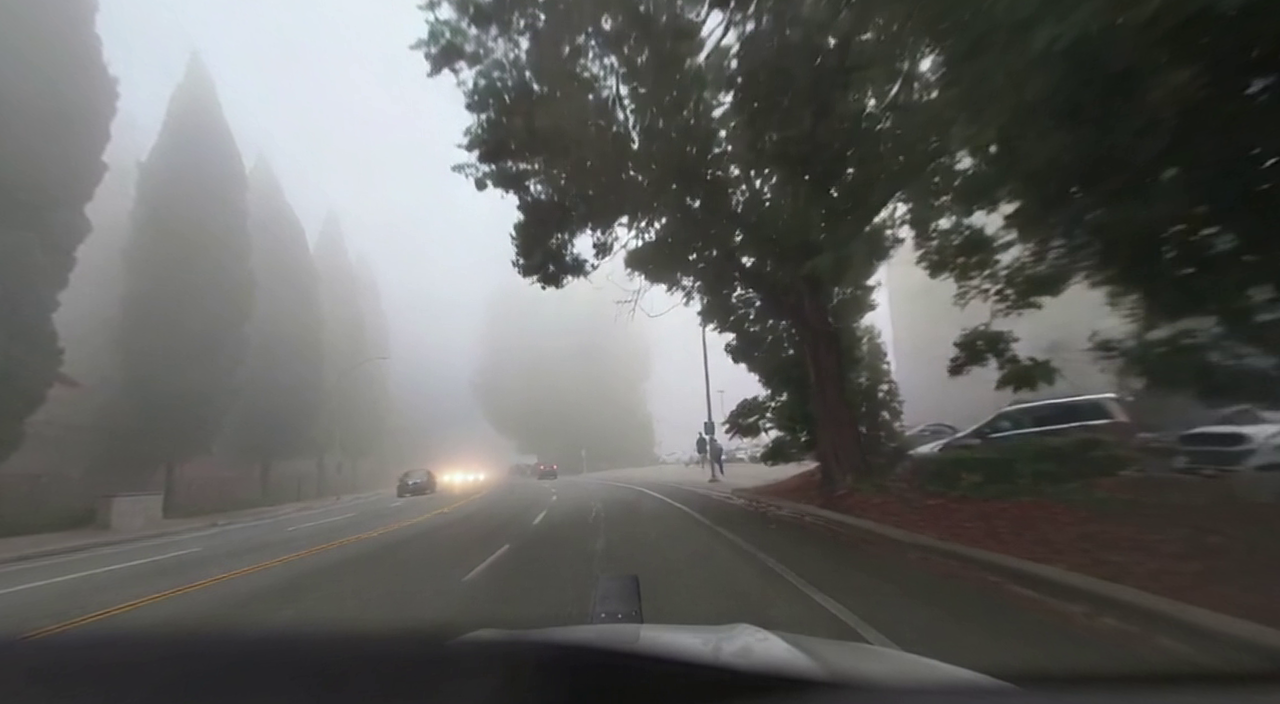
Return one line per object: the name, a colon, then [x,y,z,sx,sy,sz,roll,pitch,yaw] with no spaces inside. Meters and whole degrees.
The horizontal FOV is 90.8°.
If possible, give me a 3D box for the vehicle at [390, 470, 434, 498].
vehicle: [-16.544,9.600,46.072,2.150,1.754,4.667,1,-9,-9]
